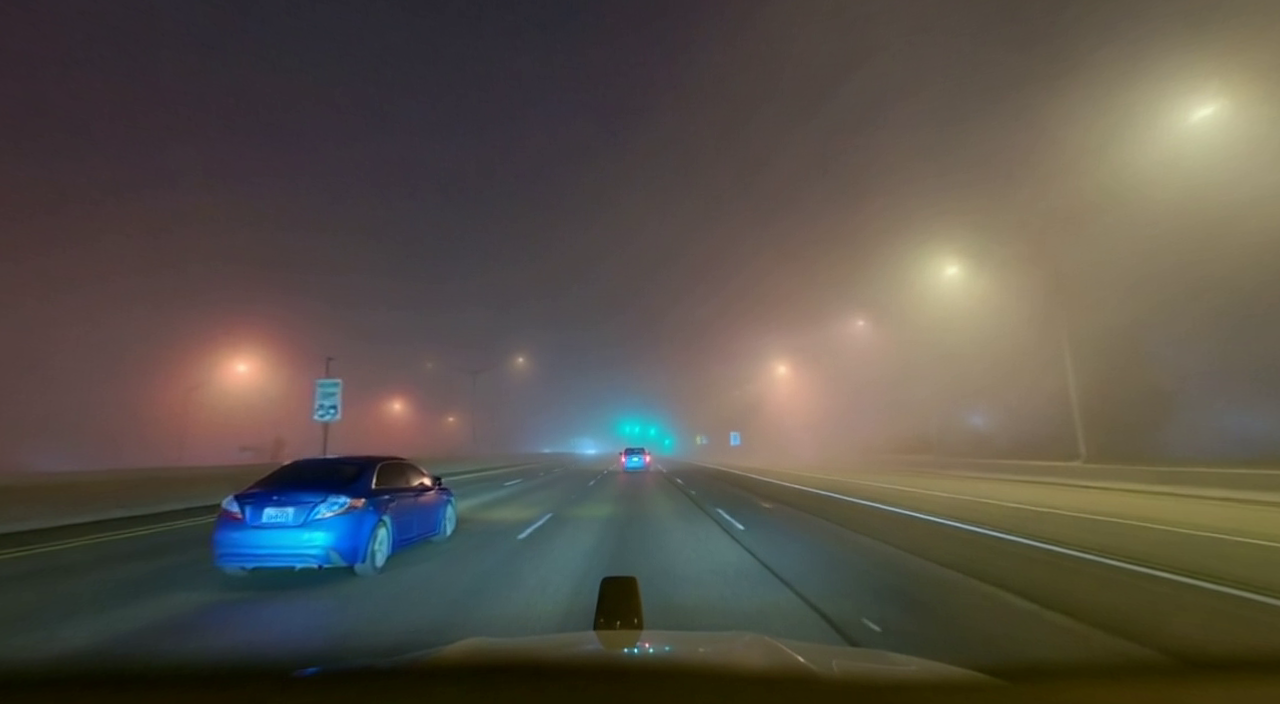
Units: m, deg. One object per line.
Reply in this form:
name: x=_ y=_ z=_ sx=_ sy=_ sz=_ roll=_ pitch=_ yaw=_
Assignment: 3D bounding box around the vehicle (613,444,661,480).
vehicle: x=-0.182 y=5.059 z=29.186 sx=2.055 sy=1.501 sz=4.321 roll=0 pitch=-9 yaw=-1
